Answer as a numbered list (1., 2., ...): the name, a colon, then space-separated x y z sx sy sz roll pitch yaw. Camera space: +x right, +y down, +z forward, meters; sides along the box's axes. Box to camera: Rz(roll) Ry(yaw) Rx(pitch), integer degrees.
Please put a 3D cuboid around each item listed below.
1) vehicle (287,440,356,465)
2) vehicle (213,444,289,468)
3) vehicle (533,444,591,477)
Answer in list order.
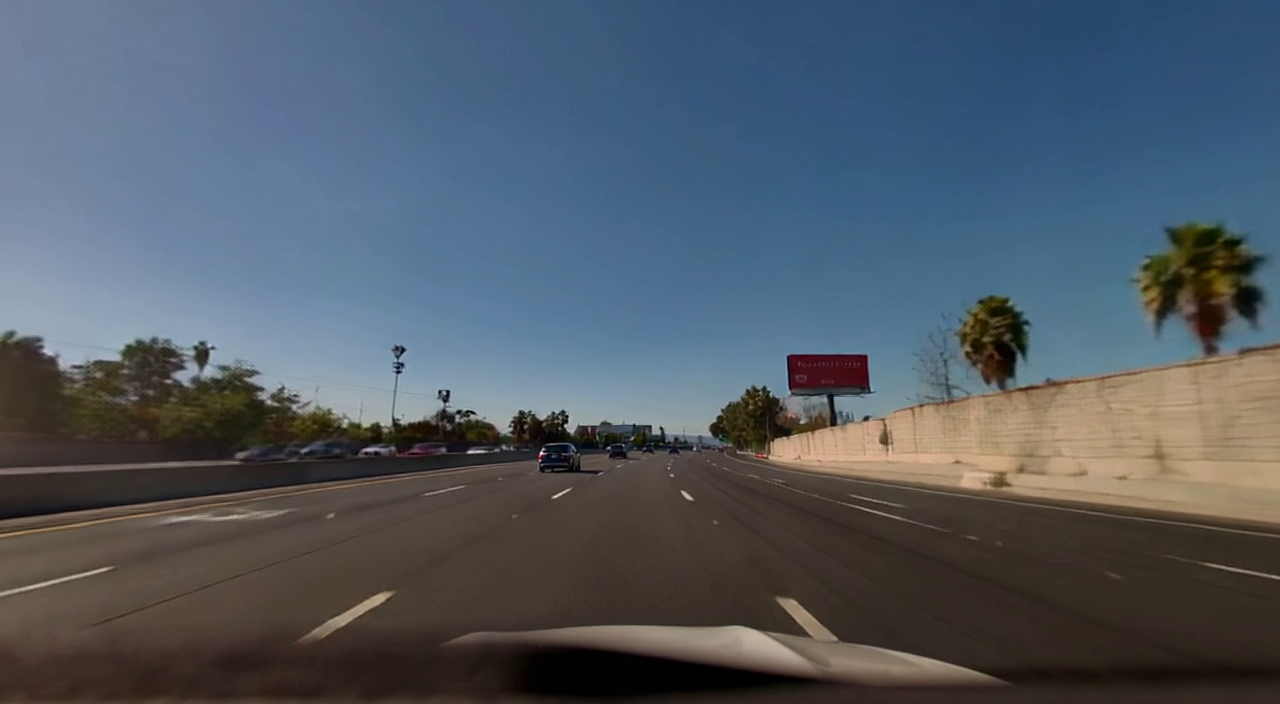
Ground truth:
1. vehicle: -21.417 6.803 42.713 2.147 1.576 4.500 -1 -9 3
2. vehicle: -25.503 6.810 41.640 2.077 1.454 4.492 0 -9 2
3. vehicle: -3.719 5.261 30.971 2.078 1.457 4.648 0 -8 3
